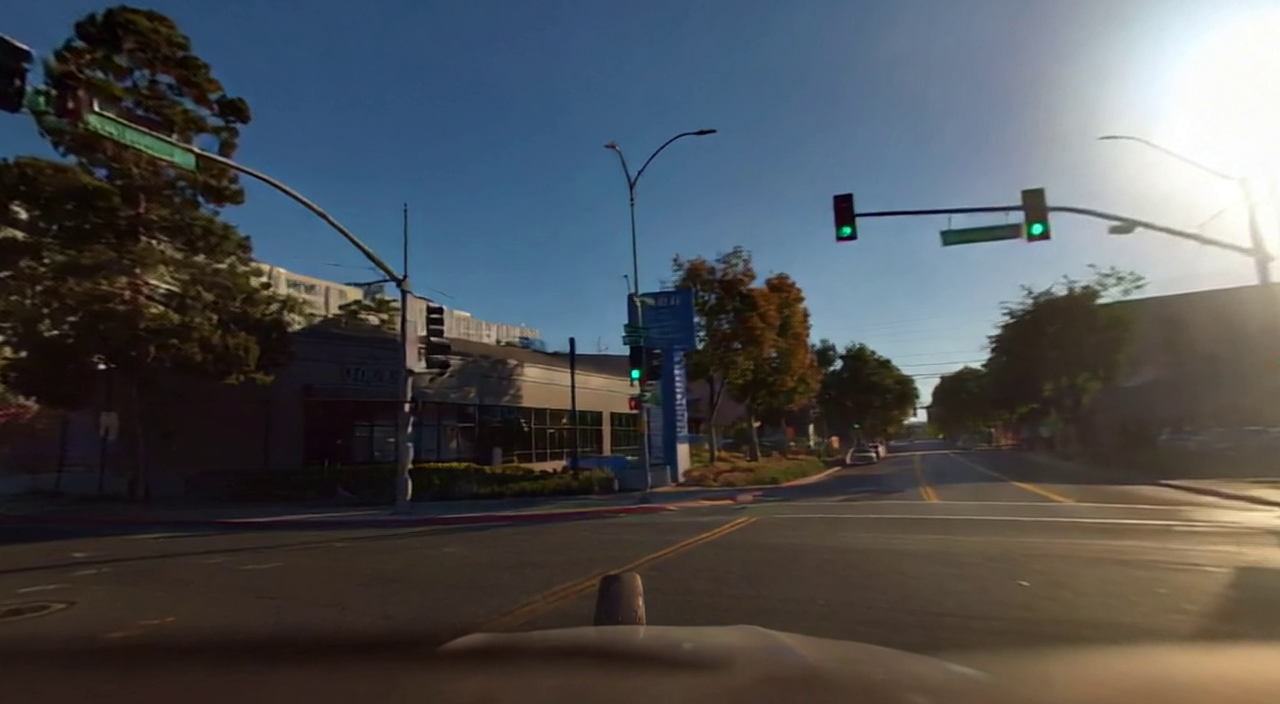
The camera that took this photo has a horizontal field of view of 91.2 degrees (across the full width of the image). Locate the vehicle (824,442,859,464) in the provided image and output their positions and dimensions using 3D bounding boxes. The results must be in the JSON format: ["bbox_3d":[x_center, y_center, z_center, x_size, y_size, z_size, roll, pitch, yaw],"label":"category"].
[{"bbox_3d":[14.455,7.248,44.895,1.964,1.497,3.674,-4,-10,23],"label":"vehicle"}]

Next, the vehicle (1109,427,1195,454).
[{"bbox_3d":[29.516,5.114,36.220,3.426,1.405,1.553,-5,-9,21],"label":"vehicle"}]
